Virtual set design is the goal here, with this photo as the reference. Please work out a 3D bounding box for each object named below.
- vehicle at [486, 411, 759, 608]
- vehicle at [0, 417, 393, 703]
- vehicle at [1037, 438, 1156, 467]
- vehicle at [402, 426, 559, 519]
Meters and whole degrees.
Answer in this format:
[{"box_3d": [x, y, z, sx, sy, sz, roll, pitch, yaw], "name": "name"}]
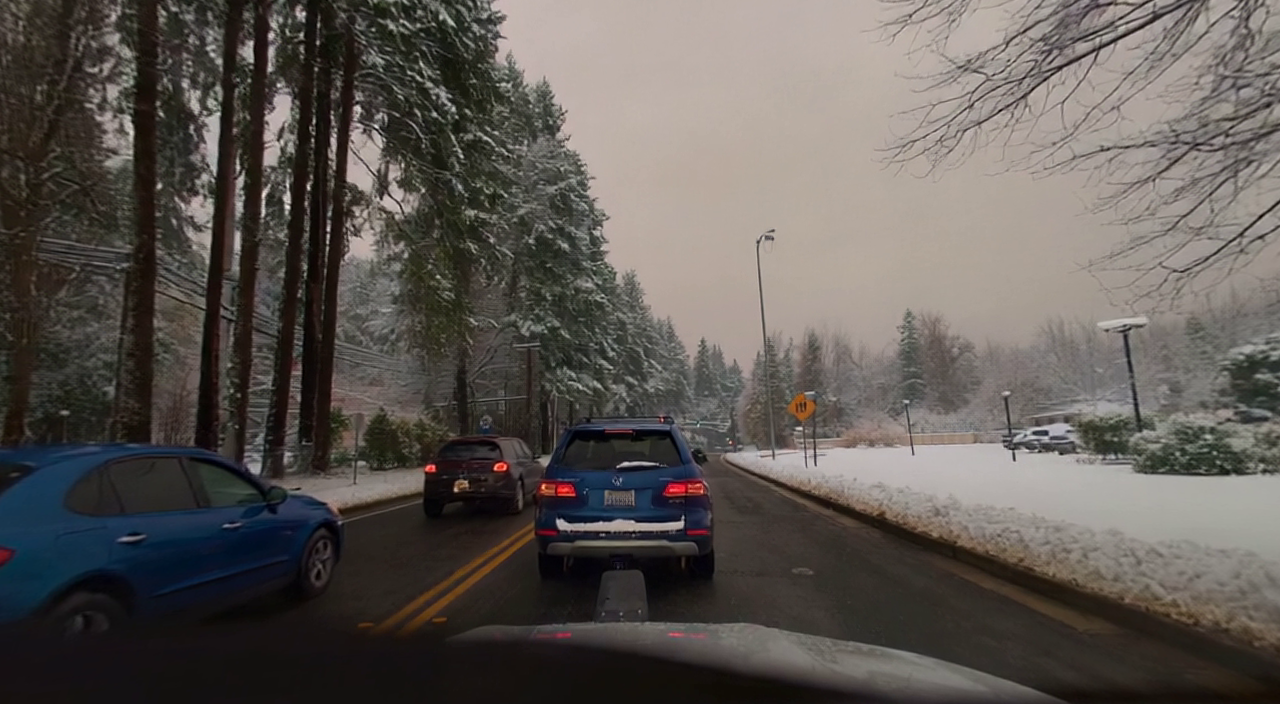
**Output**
[{"box_3d": [-0.085, 1.573, 7.179, 2.229, 1.591, 3.897, 0, -8, 2], "name": "vehicle"}, {"box_3d": [-3.644, 1.265, 4.392, 1.922, 1.464, 4.424, 0, -8, 2], "name": "vehicle"}, {"box_3d": [28.447, 6.247, 39.448, 5.955, 1.702, 2.166, 1, -8, -6], "name": "vehicle"}, {"box_3d": [-3.337, 2.632, 14.399, 2.188, 1.745, 4.618, 0, -8, 3], "name": "vehicle"}]
